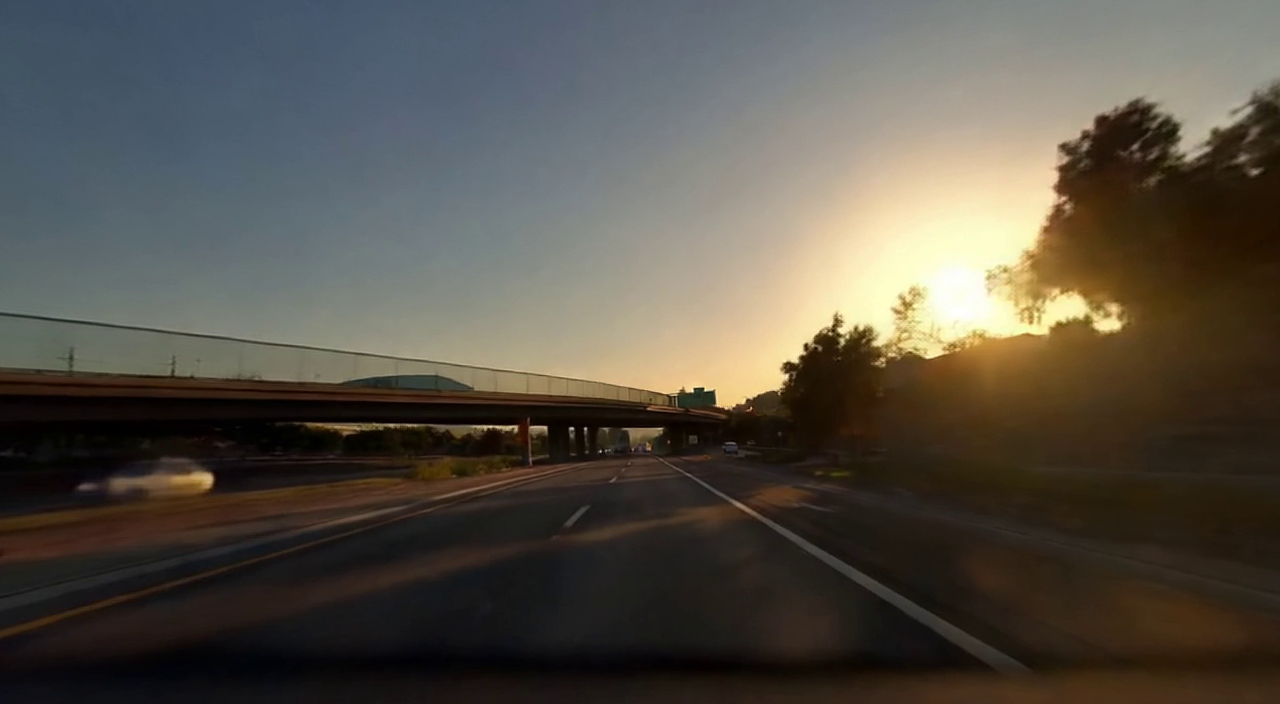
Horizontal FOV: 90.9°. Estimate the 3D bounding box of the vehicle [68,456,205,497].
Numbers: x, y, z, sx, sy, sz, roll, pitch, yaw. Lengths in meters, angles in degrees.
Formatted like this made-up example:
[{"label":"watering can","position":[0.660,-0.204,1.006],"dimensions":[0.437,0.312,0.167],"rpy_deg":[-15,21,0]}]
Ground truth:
[{"label":"vehicle","position":[-20.694,5.095,26.226],"dimensions":[1.942,1.487,4.490],"rpy_deg":[0,-9,1]}]
